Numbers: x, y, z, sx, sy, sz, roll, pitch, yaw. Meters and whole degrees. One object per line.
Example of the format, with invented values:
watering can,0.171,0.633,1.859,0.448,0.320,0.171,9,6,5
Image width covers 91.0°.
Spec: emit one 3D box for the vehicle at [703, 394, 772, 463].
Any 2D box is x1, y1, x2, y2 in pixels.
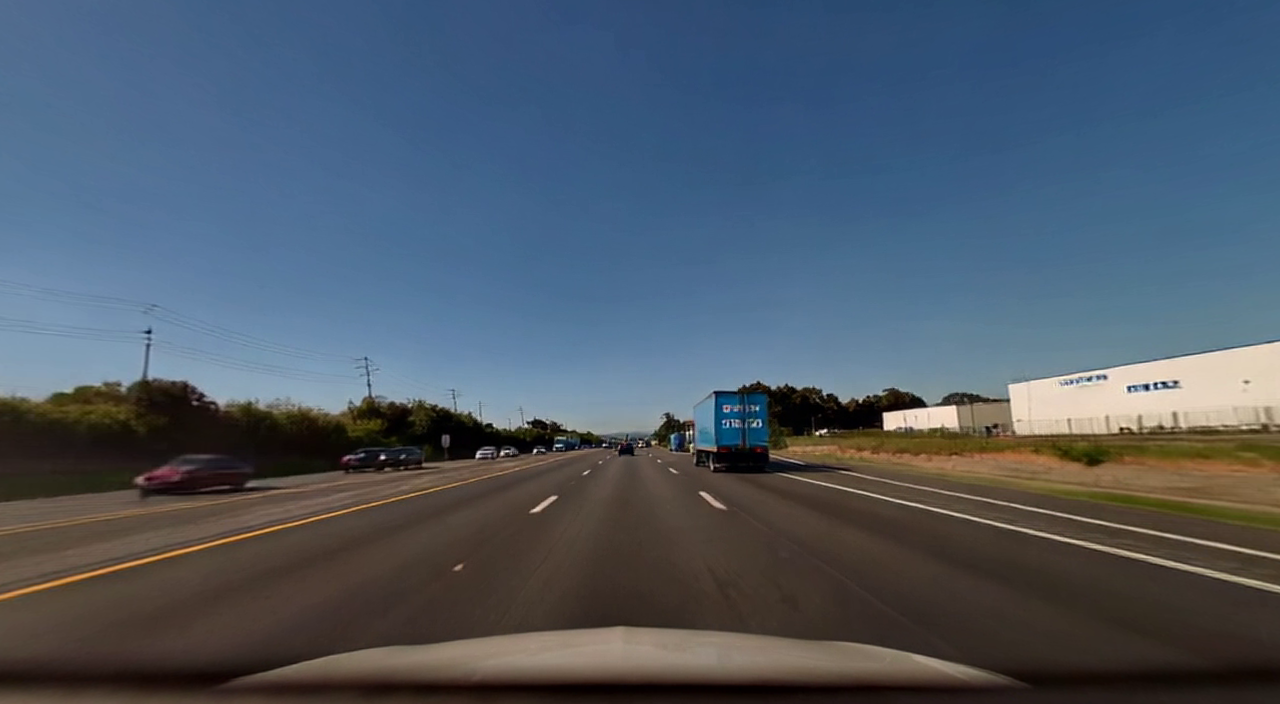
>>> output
vehicle,6.565,5.724,45.533,3.469,3.986,17.065,-1,-8,4
